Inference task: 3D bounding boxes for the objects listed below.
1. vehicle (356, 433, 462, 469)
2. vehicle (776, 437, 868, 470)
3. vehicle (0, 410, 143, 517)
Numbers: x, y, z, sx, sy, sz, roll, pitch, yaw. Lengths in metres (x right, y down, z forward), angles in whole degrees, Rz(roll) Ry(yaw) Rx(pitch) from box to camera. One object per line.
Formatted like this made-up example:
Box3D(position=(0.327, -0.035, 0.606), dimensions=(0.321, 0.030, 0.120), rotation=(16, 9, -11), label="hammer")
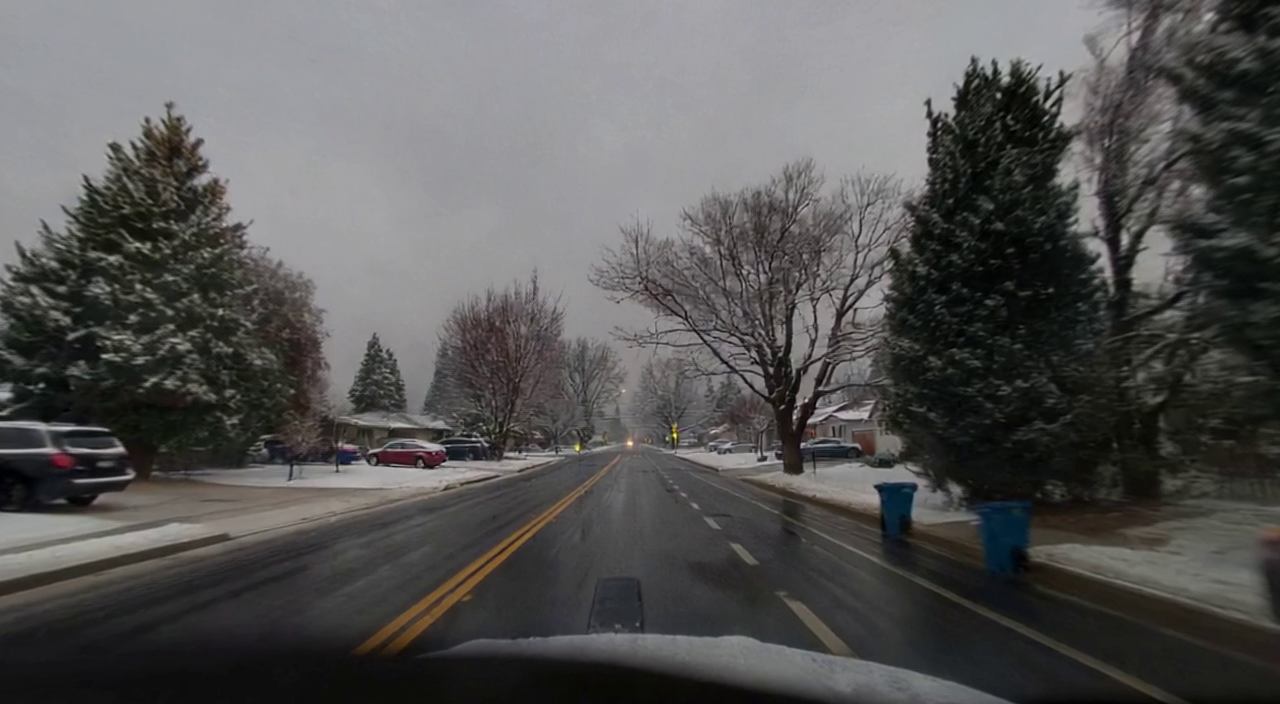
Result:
Box3D(position=(-12.576, 5.401, 34.576), dimensions=(5.009, 1.880, 1.961), rotation=(-1, -8, 1), label="vehicle")
Box3D(position=(10.667, 5.952, 37.193), dimensions=(4.751, 1.518, 1.885), rotation=(-4, -8, -1), label="vehicle")
Box3D(position=(-12.497, 2.030, 11.702), dimensions=(4.722, 1.805, 2.043), rotation=(0, -9, -2), label="vehicle")
